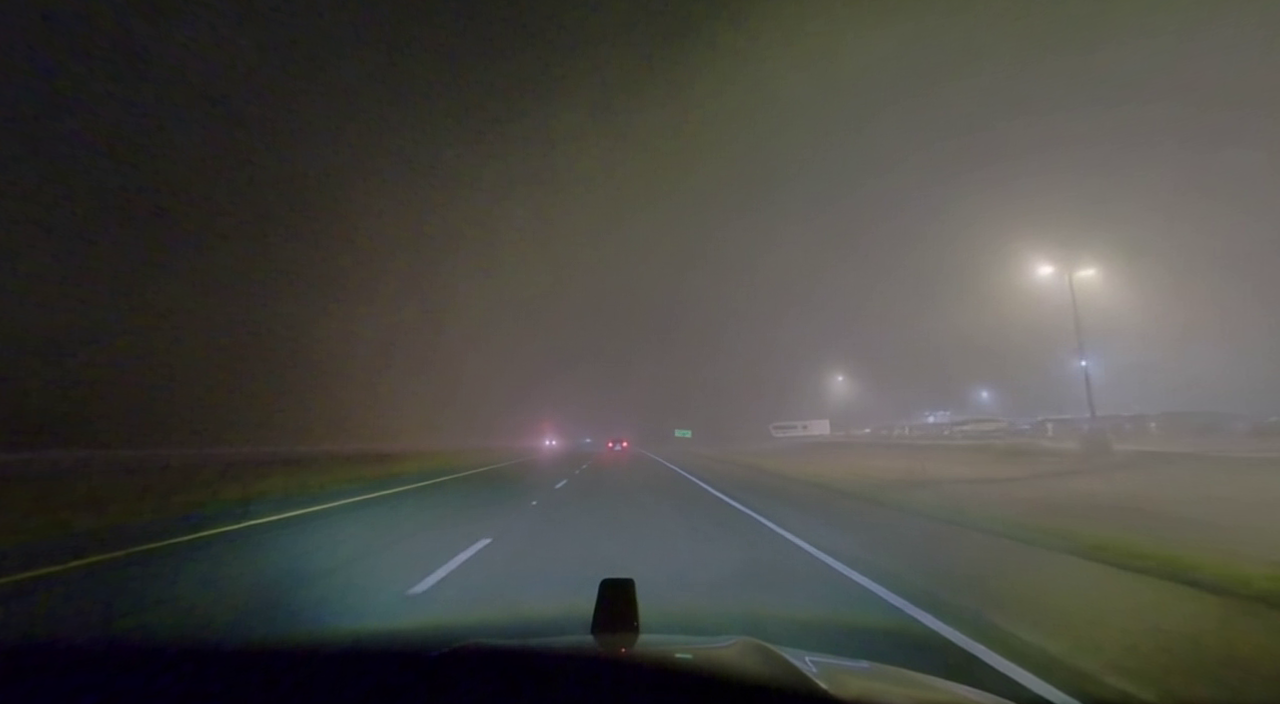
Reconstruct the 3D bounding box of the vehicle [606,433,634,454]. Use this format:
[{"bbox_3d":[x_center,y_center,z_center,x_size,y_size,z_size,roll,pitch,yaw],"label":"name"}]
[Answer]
[{"bbox_3d":[-1.532,6.942,47.773,2.037,1.504,4.248,0,-8,-2],"label":"vehicle"}]
